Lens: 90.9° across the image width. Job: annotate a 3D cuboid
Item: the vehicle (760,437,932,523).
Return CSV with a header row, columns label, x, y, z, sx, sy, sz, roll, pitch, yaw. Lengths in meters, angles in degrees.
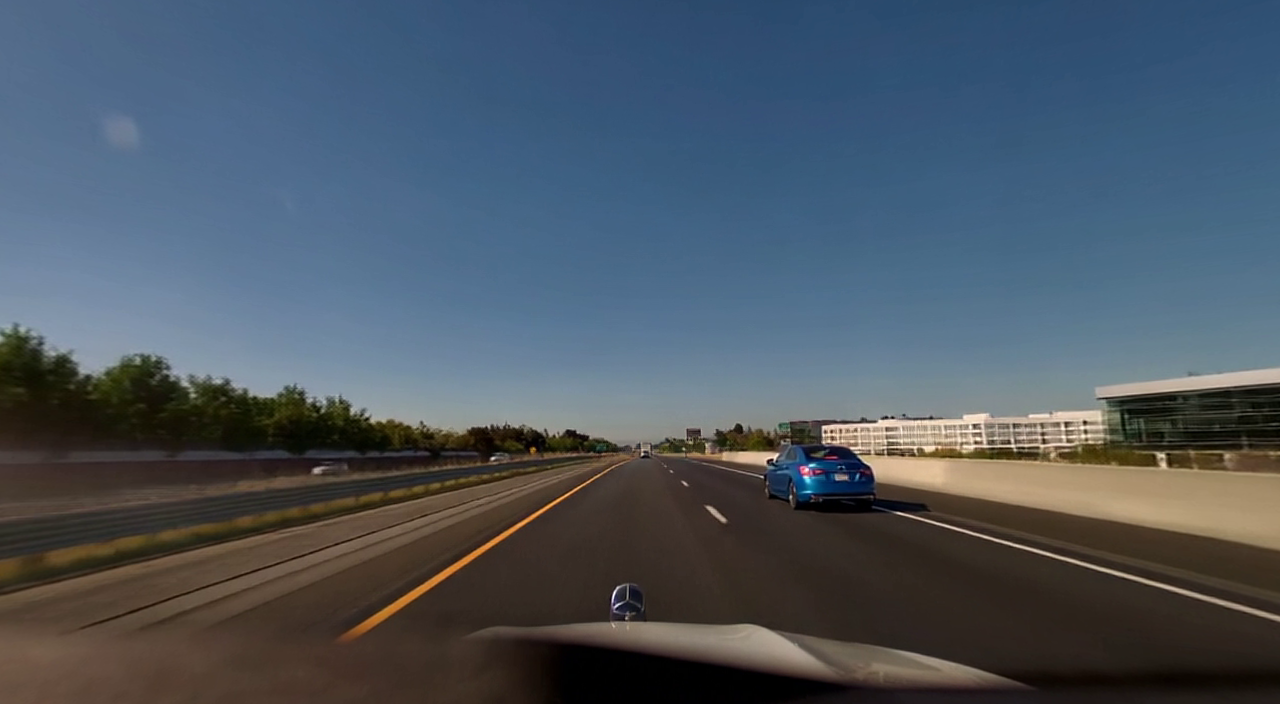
label,x,y,z,sx,sy,sz,roll,pitch,yaw
vehicle,4.116,2.631,13.629,2.053,1.490,4.799,0,-8,0
